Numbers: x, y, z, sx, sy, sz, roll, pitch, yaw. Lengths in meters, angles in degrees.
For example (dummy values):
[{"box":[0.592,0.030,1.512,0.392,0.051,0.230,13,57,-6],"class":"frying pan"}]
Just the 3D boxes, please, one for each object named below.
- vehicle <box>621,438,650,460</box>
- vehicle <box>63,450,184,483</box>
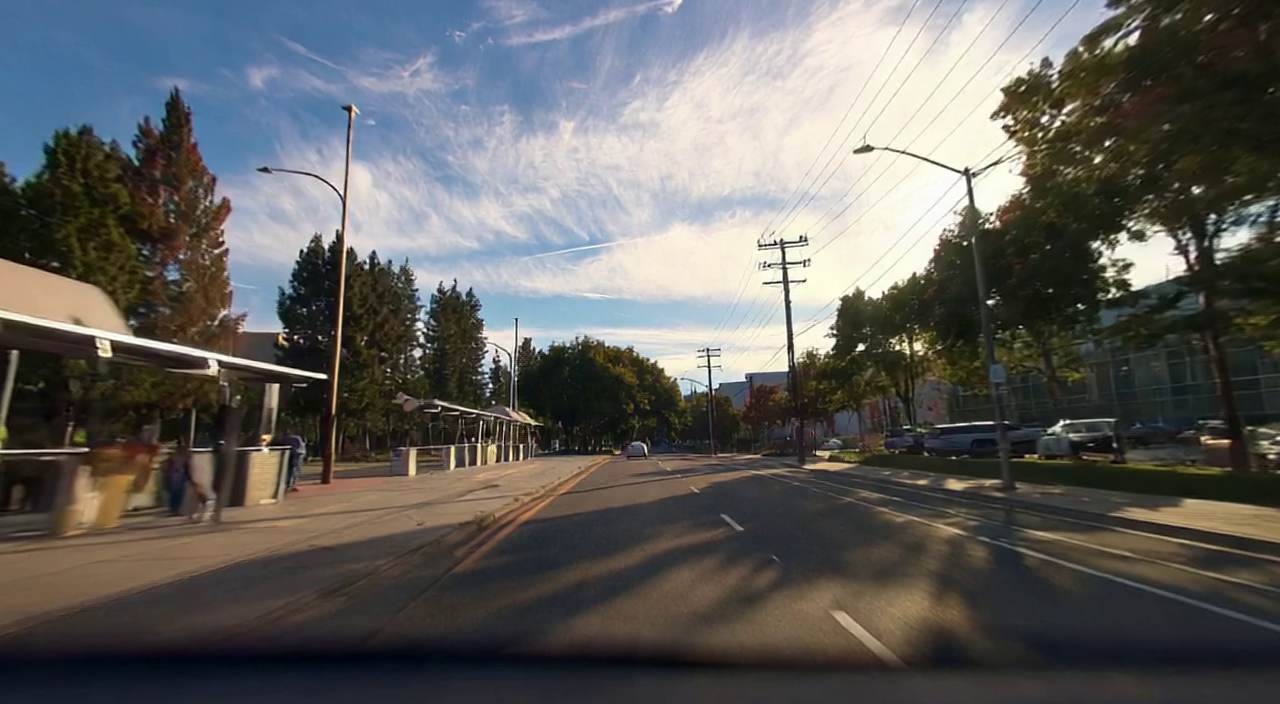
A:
[{"box":[-0.396,7.281,47.576,2.109,1.501,4.042,0,-8,-1],"class":"vehicle"},{"box":[-26.033,5.741,32.098,2.040,1.469,4.860,0,-8,0],"class":"vehicle"}]
